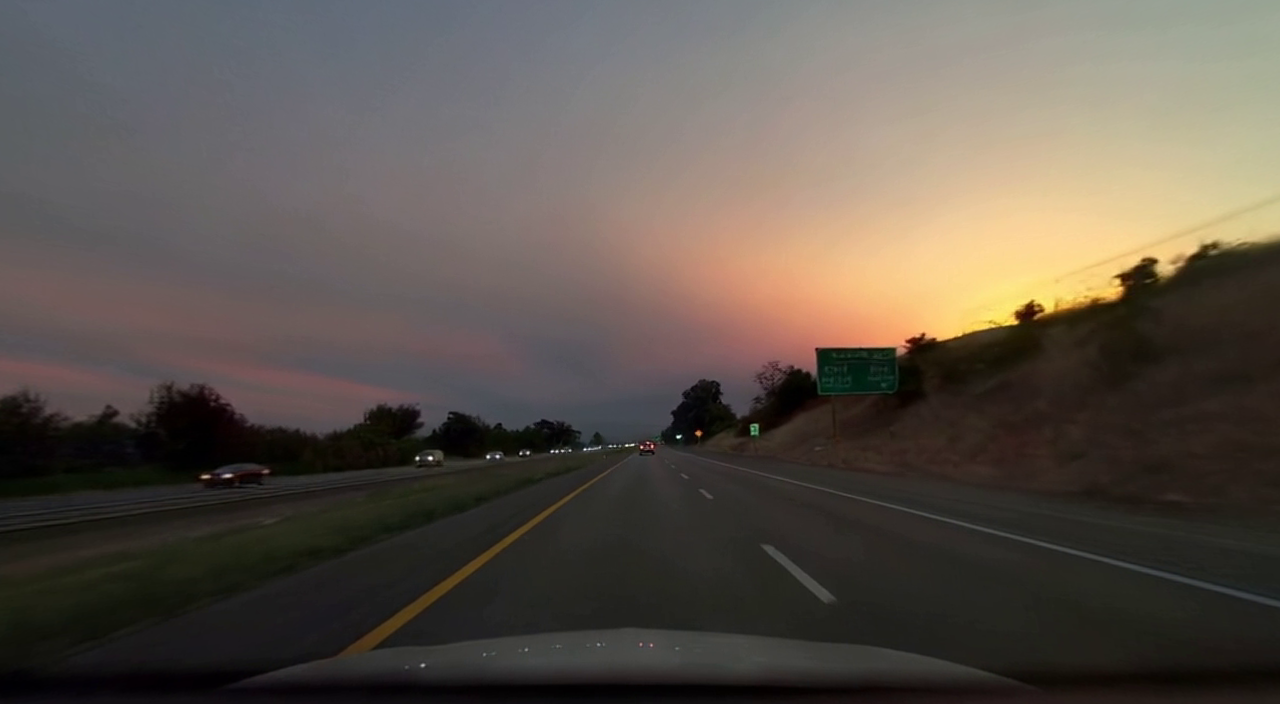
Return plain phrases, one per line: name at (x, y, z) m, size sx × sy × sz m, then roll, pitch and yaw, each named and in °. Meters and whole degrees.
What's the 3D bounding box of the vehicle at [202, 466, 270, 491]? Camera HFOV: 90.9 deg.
vehicle at (-28.915, 9.043, 45.281) m, size 1.815 × 1.479 × 4.533 m, roll 0°, pitch -8°, yaw 1°
